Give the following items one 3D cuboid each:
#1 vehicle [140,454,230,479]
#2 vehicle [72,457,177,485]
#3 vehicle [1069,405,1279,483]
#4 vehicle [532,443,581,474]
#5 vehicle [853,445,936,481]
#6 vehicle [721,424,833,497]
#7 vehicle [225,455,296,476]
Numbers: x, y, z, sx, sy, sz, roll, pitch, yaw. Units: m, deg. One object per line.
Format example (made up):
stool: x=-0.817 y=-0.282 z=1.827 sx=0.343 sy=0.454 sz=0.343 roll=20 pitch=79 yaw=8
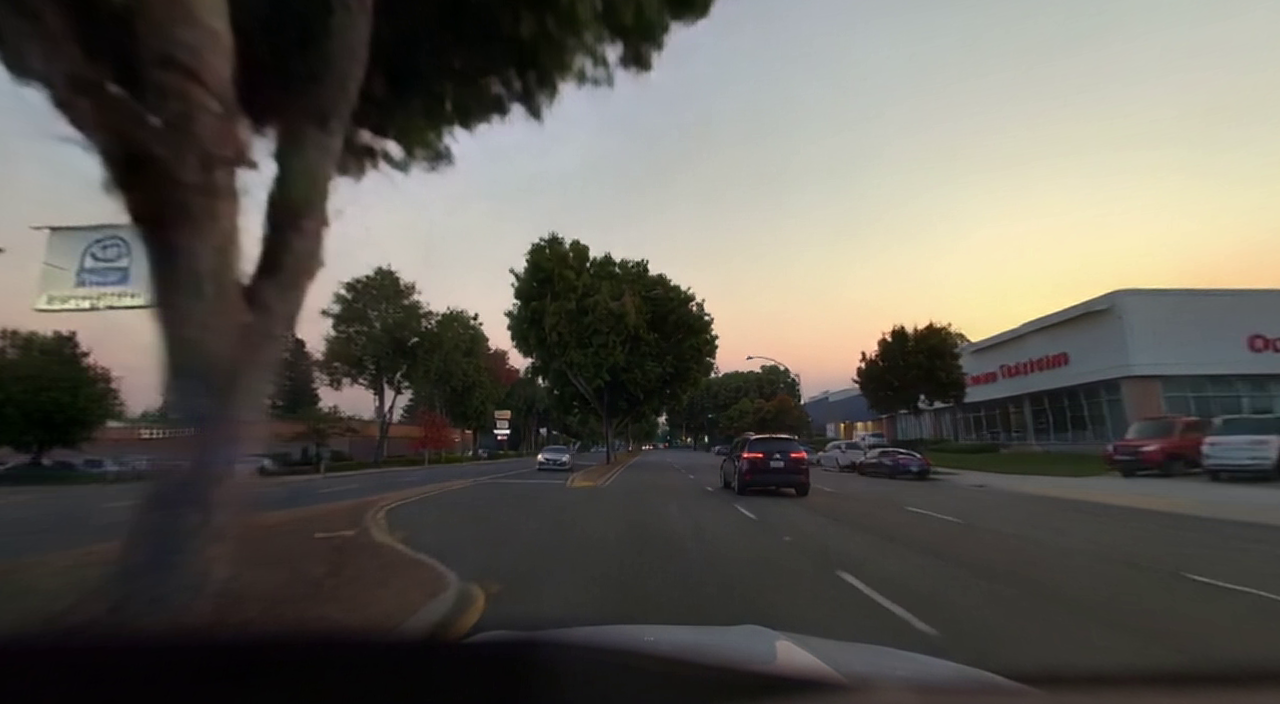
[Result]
vehicle: x=-29.739 y=7.470 z=41.271 sx=4.306 sy=1.459 sz=2.001 roll=-1 pitch=-8 yaw=0
vehicle: x=-29.188 y=6.733 z=35.762 sx=4.246 sy=1.457 sz=1.889 roll=0 pitch=-8 yaw=1
vehicle: x=15.423 y=2.627 z=18.081 sx=2.139 sy=1.881 sz=5.511 roll=0 pitch=-8 yaw=-2
vehicle: x=-4.254 y=5.480 z=32.796 sx=2.031 sy=1.478 sz=4.434 roll=0 pitch=-8 yaw=-1
vehicle: x=10.962 y=4.781 z=27.466 sx=1.847 sy=1.445 sz=4.281 roll=0 pitch=-8 yaw=0
vehicle: x=3.778 y=3.107 z=18.348 sx=2.183 sy=1.845 sz=4.482 roll=0 pitch=-8 yaw=-1
vehicle: x=-29.607 y=8.849 z=49.253 sx=4.225 sy=1.389 sz=2.034 roll=-2 pitch=-7 yaw=2
